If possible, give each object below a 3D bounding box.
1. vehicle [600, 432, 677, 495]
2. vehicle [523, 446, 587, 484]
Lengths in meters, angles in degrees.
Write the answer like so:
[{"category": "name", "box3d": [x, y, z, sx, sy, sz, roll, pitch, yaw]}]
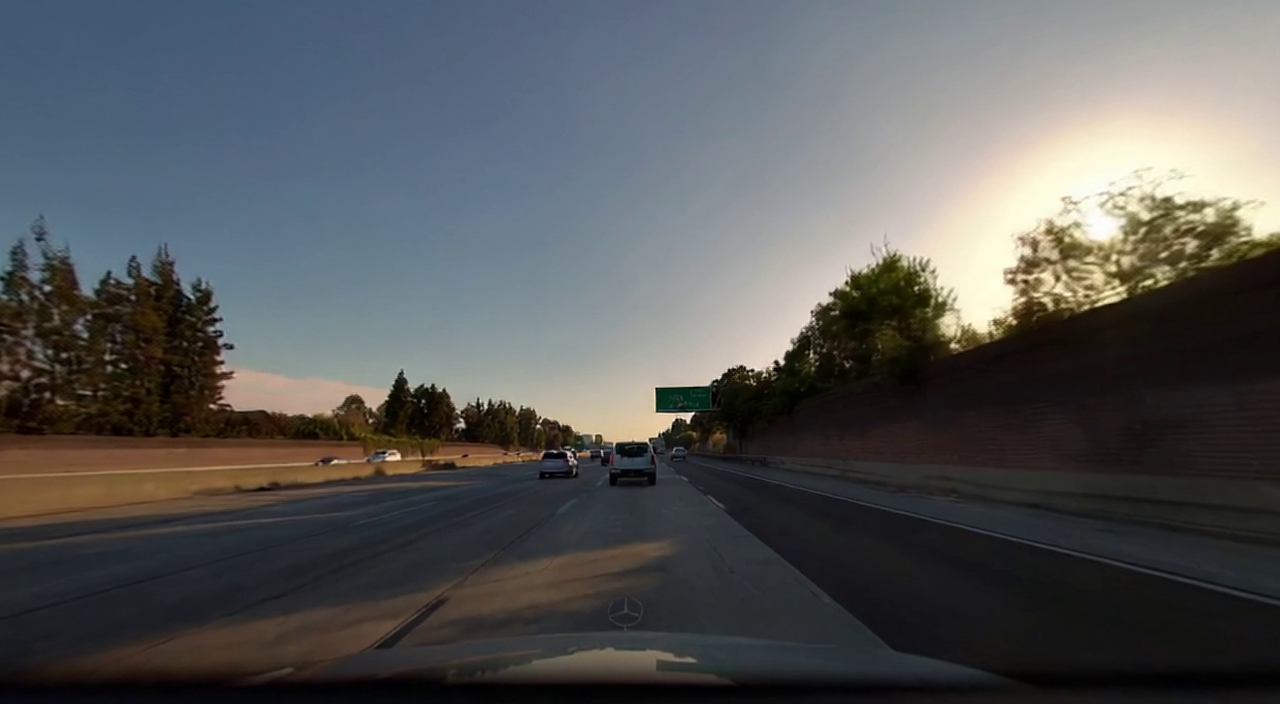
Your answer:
[{"category": "vehicle", "box3d": [-0.017, 3.535, 20.350, 2.233, 1.804, 4.273, 0, -9, 1]}, {"category": "vehicle", "box3d": [-3.442, 4.647, 26.298, 1.967, 1.442, 4.143, 0, -9, 2]}]
